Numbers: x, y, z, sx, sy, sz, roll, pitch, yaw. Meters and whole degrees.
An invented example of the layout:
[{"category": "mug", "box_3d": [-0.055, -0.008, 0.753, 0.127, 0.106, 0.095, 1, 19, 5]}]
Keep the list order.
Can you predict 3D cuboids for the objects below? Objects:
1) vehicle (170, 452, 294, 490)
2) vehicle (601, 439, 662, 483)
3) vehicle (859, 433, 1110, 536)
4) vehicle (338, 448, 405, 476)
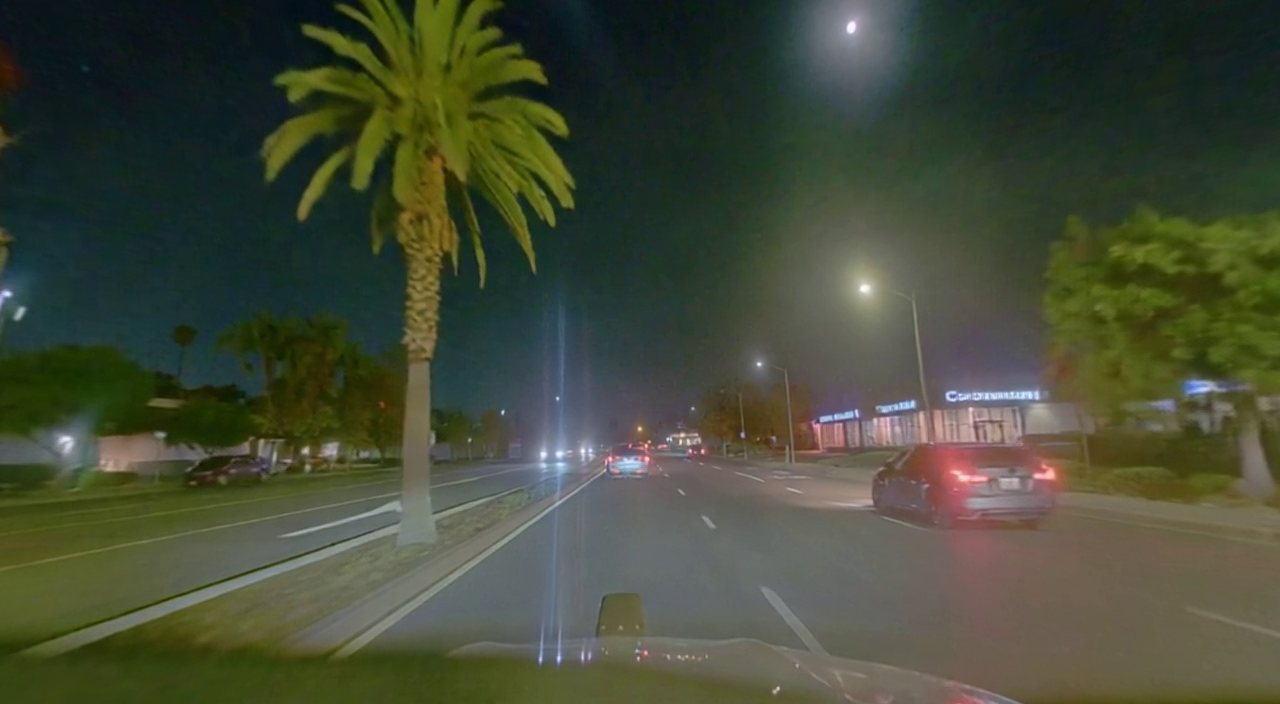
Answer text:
[{"category": "vehicle", "box_3d": [-18.399, 5.332, 28.767, 1.968, 1.524, 4.390, -3, -9, 18]}, {"category": "vehicle", "box_3d": [-0.315, 4.114, 24.058, 2.106, 1.496, 3.964, 0, -9, -1]}, {"category": "vehicle", "box_3d": [6.302, 2.461, 12.407, 2.244, 1.618, 4.585, 0, -9, -1]}, {"category": "vehicle", "box_3d": [-15.101, 6.181, 35.788, 2.015, 1.509, 4.295, 0, -9, -2]}]
